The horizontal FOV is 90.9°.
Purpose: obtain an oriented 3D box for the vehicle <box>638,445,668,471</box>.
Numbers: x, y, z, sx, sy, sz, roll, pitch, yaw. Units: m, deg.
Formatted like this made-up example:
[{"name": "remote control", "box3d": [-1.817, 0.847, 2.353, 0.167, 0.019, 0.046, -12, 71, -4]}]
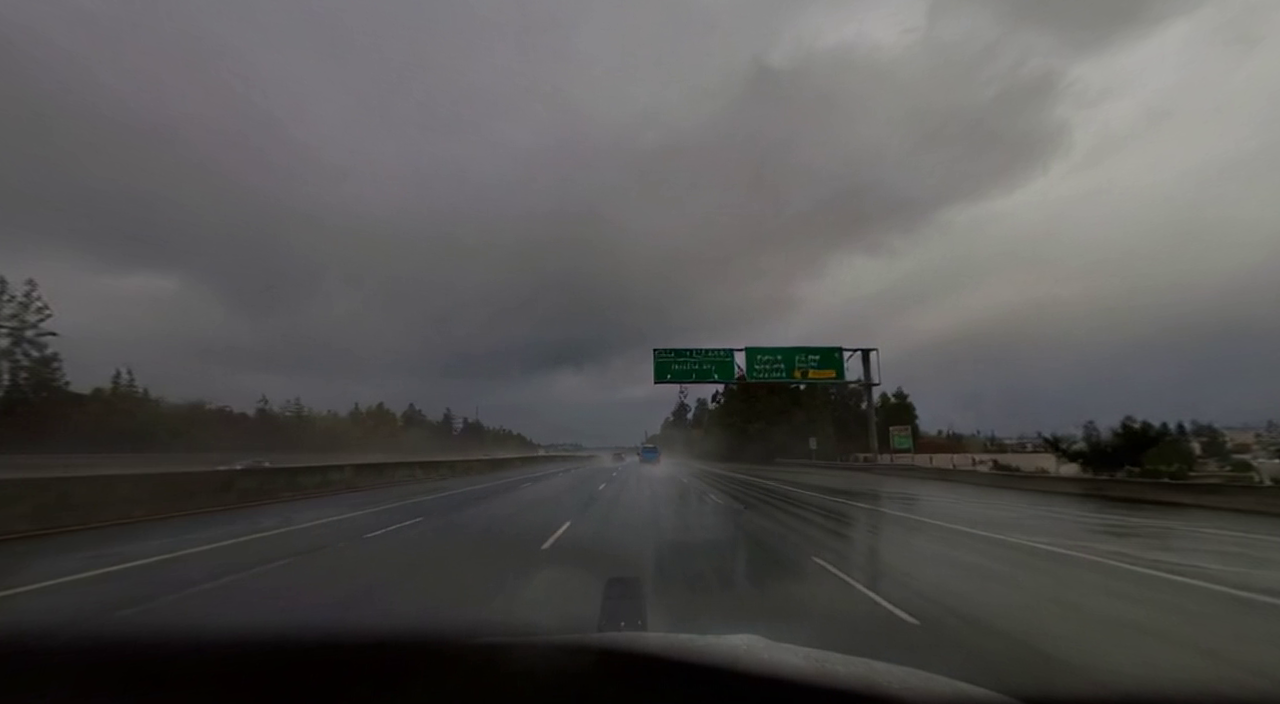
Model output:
[{"name": "vehicle", "box3d": [0.952, 8.309, 49.379, 2.219, 1.927, 4.409, 0, -9, 0]}]
